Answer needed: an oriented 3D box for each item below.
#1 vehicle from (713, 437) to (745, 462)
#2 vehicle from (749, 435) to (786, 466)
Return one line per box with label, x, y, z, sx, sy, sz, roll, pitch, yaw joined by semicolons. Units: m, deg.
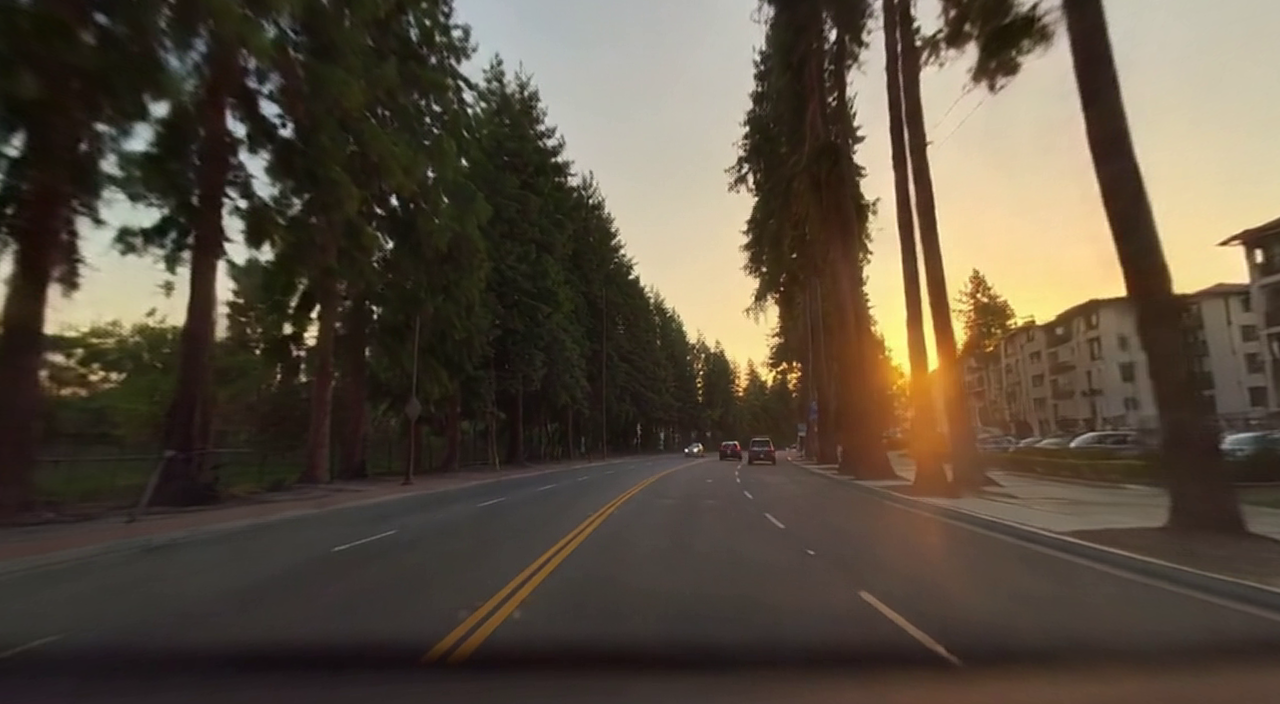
vehicle;6.980;7.557;48.906;2.158;1.852;4.485;-2;-8;12
vehicle;7.905;6.126;39.175;2.069;1.791;4.422;-1;-8;10
